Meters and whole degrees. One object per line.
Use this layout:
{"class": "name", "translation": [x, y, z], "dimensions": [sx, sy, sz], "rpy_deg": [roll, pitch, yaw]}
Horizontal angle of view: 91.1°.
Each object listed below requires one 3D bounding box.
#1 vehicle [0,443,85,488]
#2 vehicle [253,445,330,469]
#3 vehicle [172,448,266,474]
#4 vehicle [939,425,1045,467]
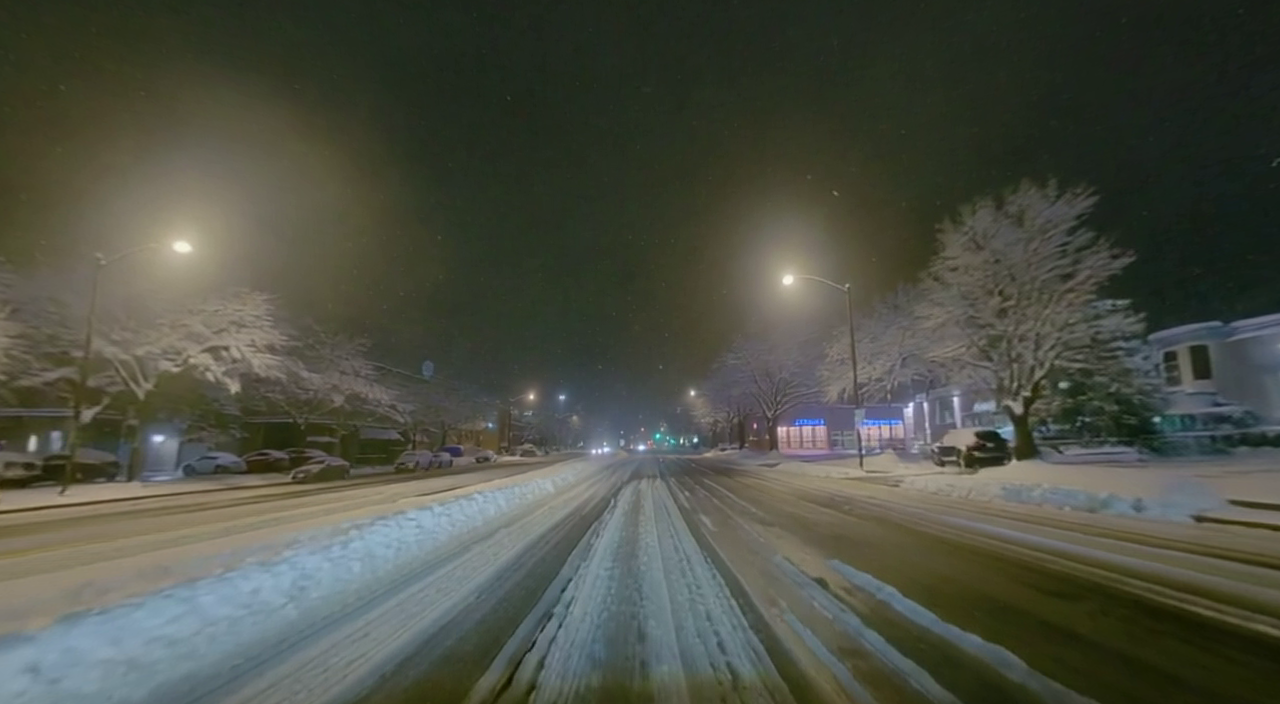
{"class": "vehicle", "translation": [-27.120, 4.847, 26.967], "dimensions": [4.430, 1.782, 2.168], "rpy_deg": [0, -8, 1]}
{"class": "vehicle", "translation": [-26.824, 8.089, 48.391], "dimensions": [4.472, 1.717, 2.392], "rpy_deg": [1, -8, -2]}
{"class": "vehicle", "translation": [-27.527, 7.133, 41.193], "dimensions": [4.573, 1.633, 2.016], "rpy_deg": [1, -8, -5]}
{"class": "vehicle", "translation": [16.726, 4.511, 30.194], "dimensions": [2.151, 1.814, 5.129], "rpy_deg": [0, -8, 1]}
